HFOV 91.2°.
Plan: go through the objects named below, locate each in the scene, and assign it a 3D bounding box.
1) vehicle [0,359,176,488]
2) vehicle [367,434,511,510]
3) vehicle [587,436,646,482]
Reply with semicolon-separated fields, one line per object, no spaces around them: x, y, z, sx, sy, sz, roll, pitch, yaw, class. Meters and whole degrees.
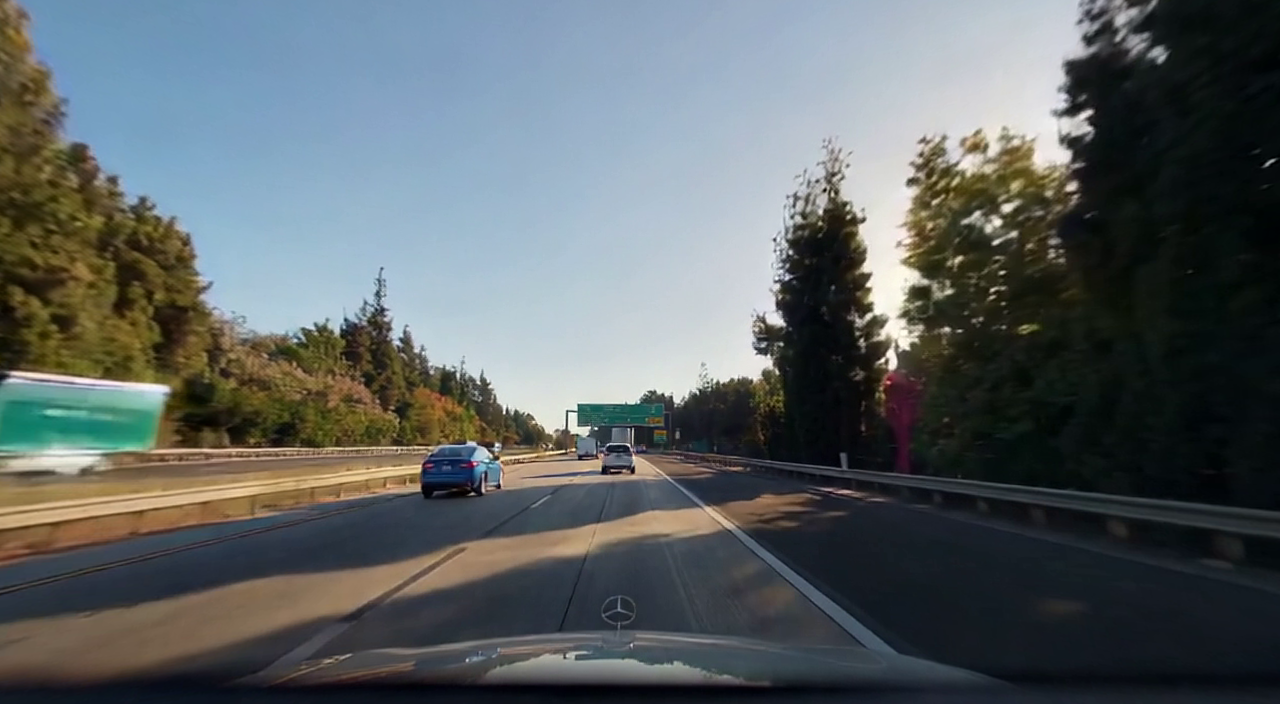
-18.403;2.247;18.809;2.771;3.371;8.087;0;-9;-1;vehicle
-4.781;2.921;15.776;2.103;1.588;4.709;0;-9;0;vehicle
-0.934;4.352;25.768;2.220;1.711;4.056;0;-9;-1;vehicle
